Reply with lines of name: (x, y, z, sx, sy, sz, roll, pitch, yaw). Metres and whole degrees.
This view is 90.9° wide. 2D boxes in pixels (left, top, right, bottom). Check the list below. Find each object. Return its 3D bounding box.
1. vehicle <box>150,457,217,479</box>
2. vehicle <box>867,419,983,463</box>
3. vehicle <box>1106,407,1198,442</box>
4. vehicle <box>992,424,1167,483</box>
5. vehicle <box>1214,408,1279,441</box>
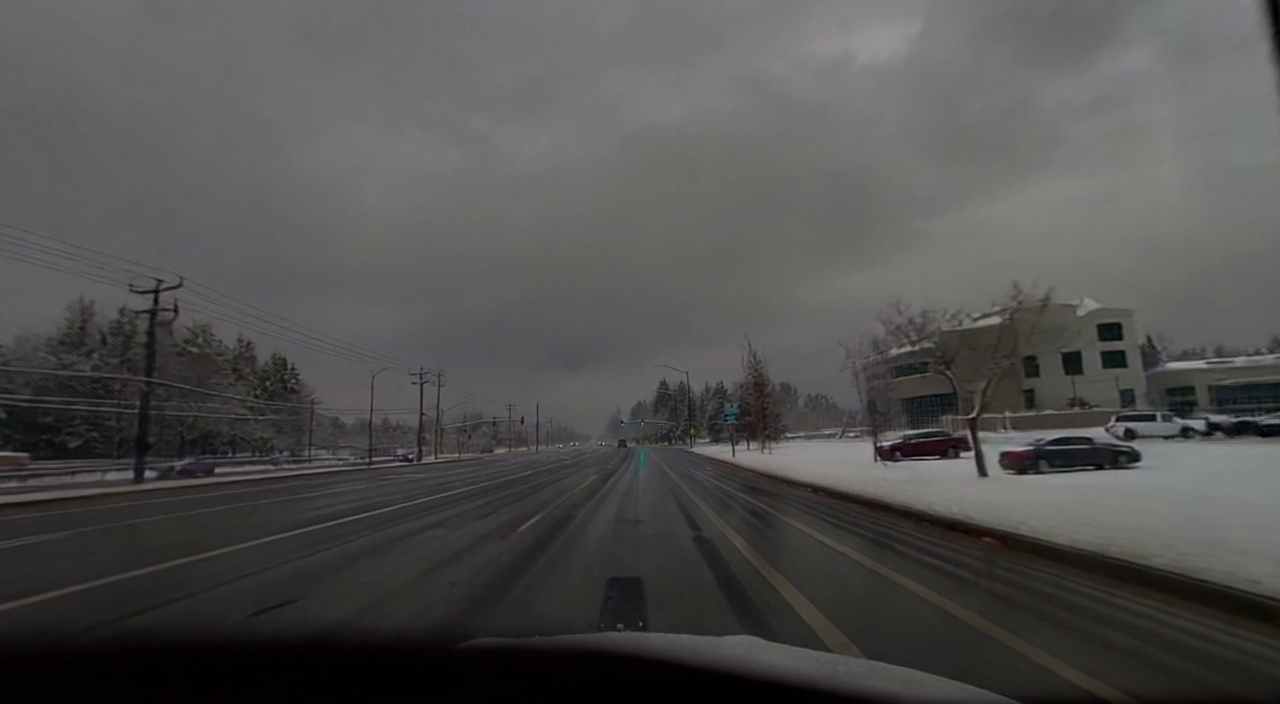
vehicle: (-35.716, 9.058, 49.496, 1.917, 1.479, 4.462, 0, -8, 0)
vehicle: (14.134, 4.446, 31.499, 4.702, 1.853, 2.069, -4, -8, 2)
vehicle: (30.896, 4.421, 38.019, 5.675, 1.978, 2.229, 4, -10, -30)
vehicle: (14.642, 3.375, 21.225, 4.388, 1.446, 1.808, -6, -7, 2)
vehicle: (33.529, 3.974, 34.222, 4.287, 1.622, 2.088, 4, -10, -28)
